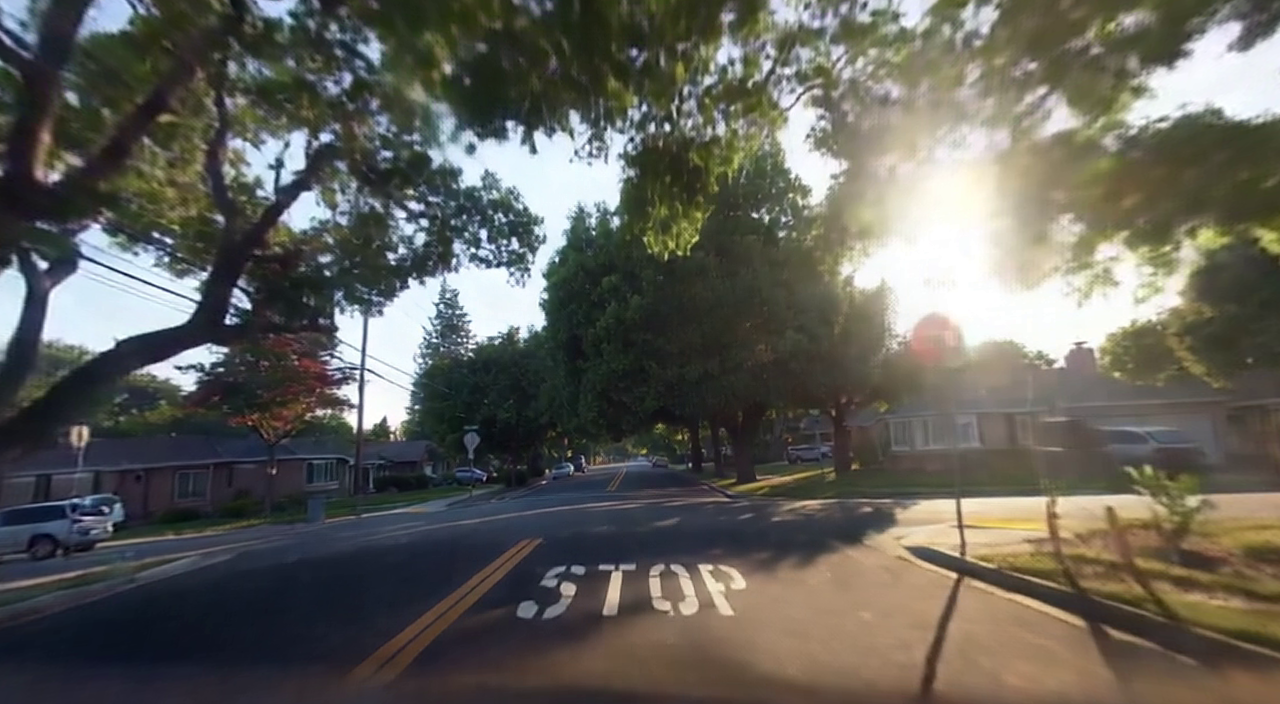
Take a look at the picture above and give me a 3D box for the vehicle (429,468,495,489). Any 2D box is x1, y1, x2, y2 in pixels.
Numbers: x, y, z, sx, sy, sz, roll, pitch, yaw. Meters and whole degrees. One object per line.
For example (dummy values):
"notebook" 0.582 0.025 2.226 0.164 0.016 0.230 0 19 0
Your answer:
"vehicle" -13.996 9.964 49.714 4.601 1.486 1.876 -3 -9 14

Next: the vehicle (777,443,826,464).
"vehicle" 12.501 7.850 48.906 3.563 1.551 1.916 -2 -8 13

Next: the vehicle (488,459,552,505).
"vehicle" -6.081 6.613 32.485 2.149 1.823 4.613 -6 -9 1
